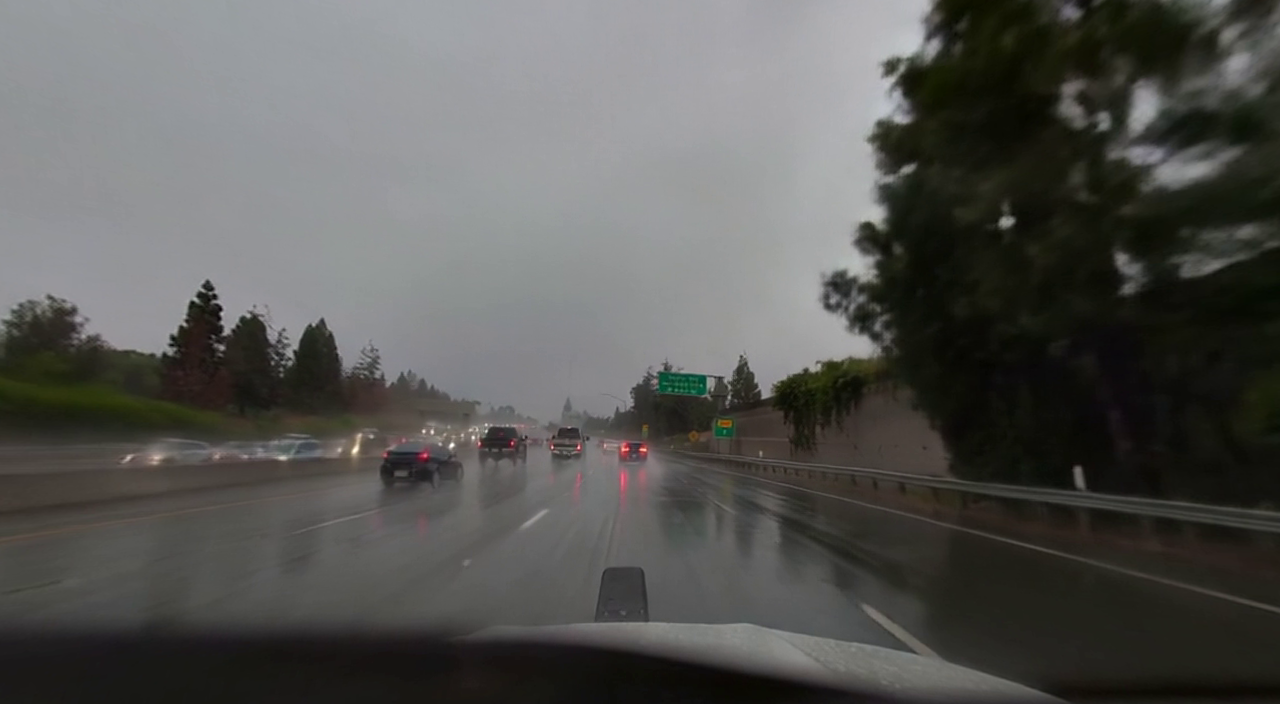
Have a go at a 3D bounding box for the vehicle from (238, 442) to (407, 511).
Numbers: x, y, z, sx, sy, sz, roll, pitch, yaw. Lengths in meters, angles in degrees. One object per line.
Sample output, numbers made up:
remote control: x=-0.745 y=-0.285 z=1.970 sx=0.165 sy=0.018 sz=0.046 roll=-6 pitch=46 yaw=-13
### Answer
vehicle: x=-7.622 y=2.990 z=15.754 sx=1.896 sy=1.465 sz=4.399 roll=0 pitch=-8 yaw=1

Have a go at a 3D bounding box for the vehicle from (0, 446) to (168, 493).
vehicle: x=-19.681 y=4.121 z=22.677 sx=1.951 sy=1.471 sz=4.676 roll=0 pitch=-8 yaw=-3

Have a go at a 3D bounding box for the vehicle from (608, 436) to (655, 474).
vehicle: x=-0.417 y=4.840 z=29.957 sx=2.092 sy=1.671 sz=3.772 roll=0 pitch=-8 yaw=-2

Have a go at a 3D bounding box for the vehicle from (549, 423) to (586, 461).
vehicle: x=-5.357 y=6.732 z=47.315 sx=2.279 sy=2.672 sz=5.256 roll=0 pitch=-8 yaw=-2

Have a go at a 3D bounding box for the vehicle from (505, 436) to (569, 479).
vehicle: x=-4.160 y=4.335 z=26.215 sx=2.005 sy=1.631 sz=4.295 roll=0 pitch=-8 yaw=-1

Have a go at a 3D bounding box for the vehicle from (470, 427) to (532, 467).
vehicle: x=-8.782 y=6.090 z=40.594 sx=2.773 sy=2.402 sz=6.232 roll=0 pitch=-8 yaw=-2

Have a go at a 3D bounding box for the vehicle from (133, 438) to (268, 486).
vehicle: x=-16.063 y=4.009 z=23.400 sx=1.926 sy=1.587 sz=4.354 roll=0 pitch=-8 yaw=-2

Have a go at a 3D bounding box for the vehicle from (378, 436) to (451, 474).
vehicle: x=-11.805 y=5.408 z=33.391 sx=2.079 sy=1.807 sz=5.187 roll=0 pitch=-8 yaw=-2
